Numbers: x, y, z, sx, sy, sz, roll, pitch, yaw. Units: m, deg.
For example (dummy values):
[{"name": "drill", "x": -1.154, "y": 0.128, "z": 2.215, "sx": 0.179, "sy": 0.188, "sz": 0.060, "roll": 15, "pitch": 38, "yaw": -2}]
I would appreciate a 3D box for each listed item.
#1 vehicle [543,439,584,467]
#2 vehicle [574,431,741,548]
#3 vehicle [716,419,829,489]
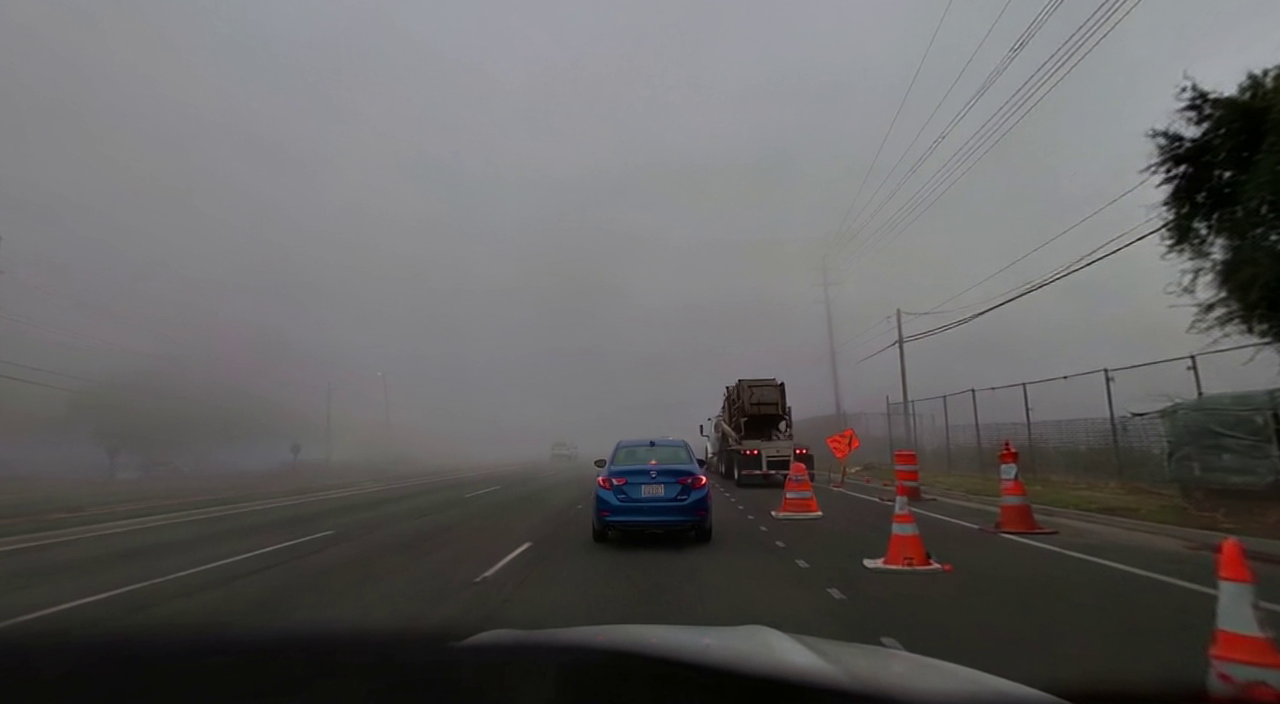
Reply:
[{"name": "vehicle", "x": -4.993, "y": 6.641, "z": 41.763, "sx": 1.963, "sy": 1.721, "sz": 4.467, "roll": -1, "pitch": -8, "yaw": 3}, {"name": "vehicle", "x": 0.232, "y": 2.077, "z": 10.222, "sx": 2.128, "sy": 1.473, "sz": 4.272, "roll": 0, "pitch": -8, "yaw": 0}, {"name": "vehicle", "x": 4.225, "y": 3.429, "z": 21.425, "sx": 2.555, "sy": 2.017, "sz": 6.201, "roll": 0, "pitch": -8, "yaw": 1}]
